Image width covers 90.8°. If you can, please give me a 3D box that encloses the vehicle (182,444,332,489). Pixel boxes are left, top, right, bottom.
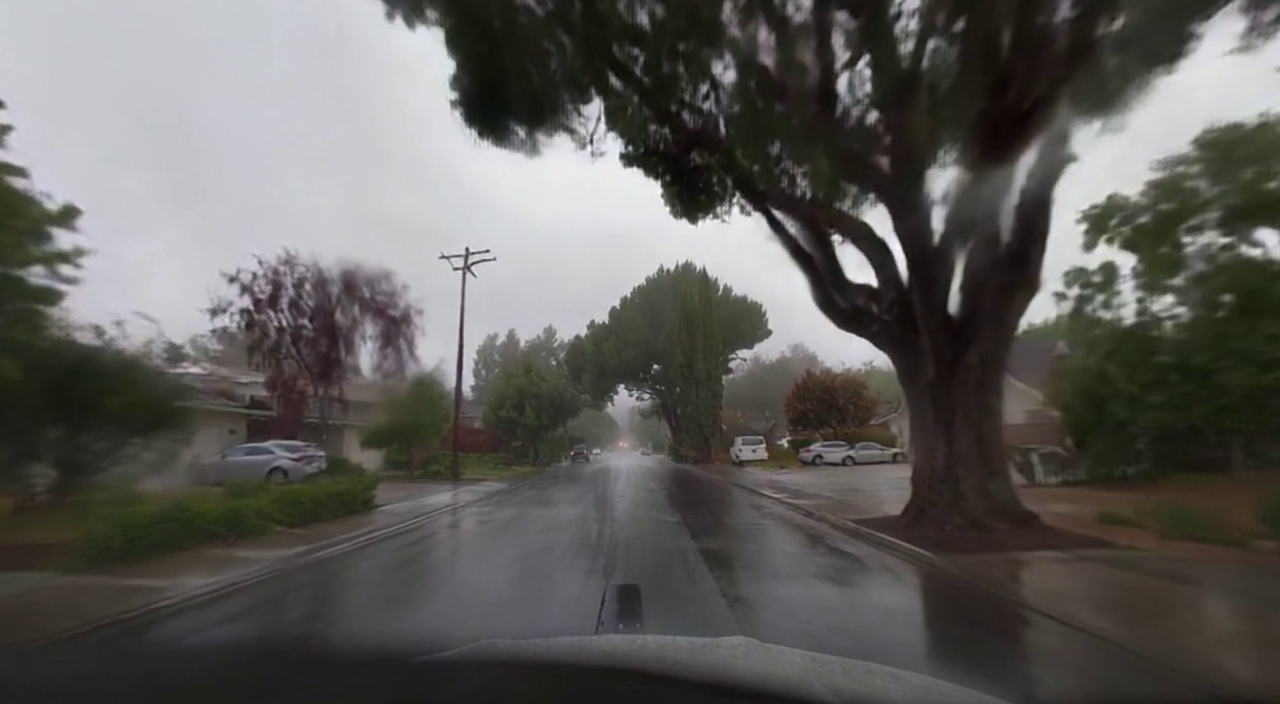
[{"bbox_3d":[-13.810,4.122,23.005,4.190,1.529,1.880,1,-9,-4],"label":"vehicle"}]

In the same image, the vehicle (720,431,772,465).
[{"bbox_3d":[6.656,6.099,40.255,2.233,1.923,4.848,-3,-8,-2],"label":"vehicle"}]

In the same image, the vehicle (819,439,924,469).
[{"bbox_3d":[11.977,5.295,32.916,4.686,1.466,1.869,0,-9,-1],"label":"vehicle"}]
